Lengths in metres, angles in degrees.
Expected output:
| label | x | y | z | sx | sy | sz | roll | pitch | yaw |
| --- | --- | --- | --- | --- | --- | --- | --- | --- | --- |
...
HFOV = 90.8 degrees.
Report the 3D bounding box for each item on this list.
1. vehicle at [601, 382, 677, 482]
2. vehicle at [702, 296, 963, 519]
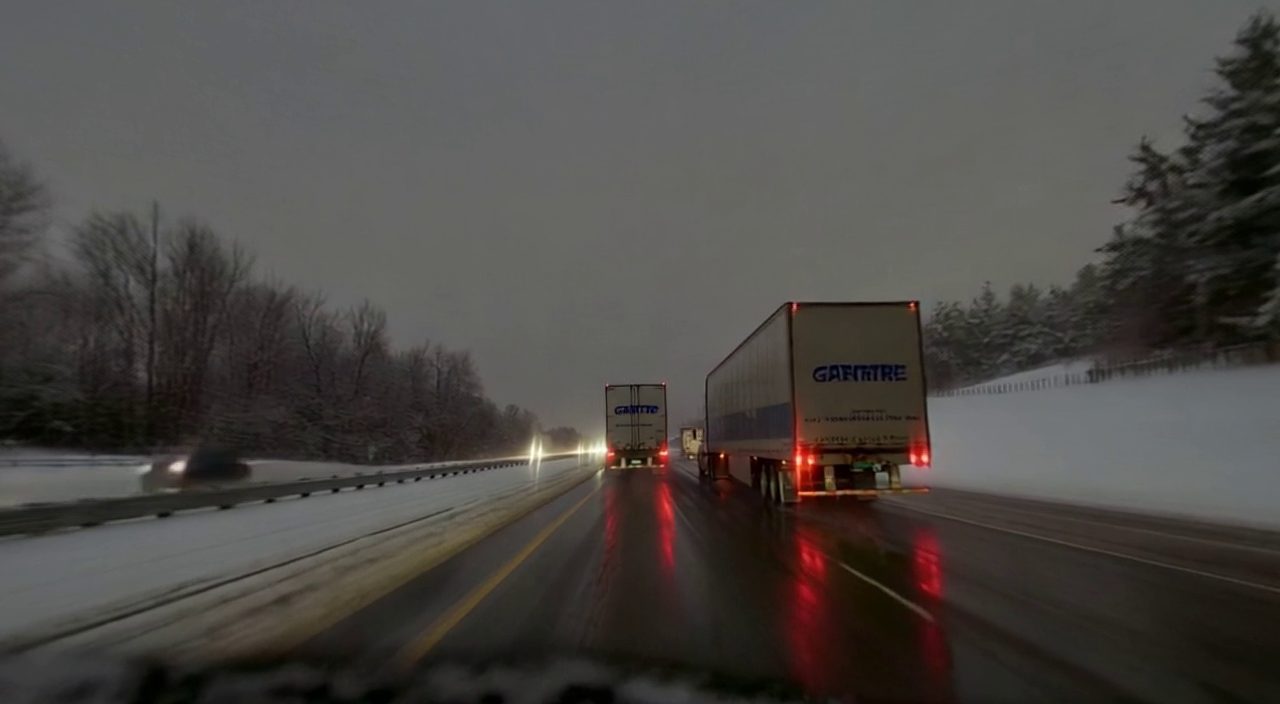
| label | x | y | z | sx | sy | sz | roll | pitch | yaw |
| --- | --- | --- | --- | --- | --- | --- | --- | --- | --- |
| vehicle | -0.017 | 3.813 | 29.058 | 2.864 | 3.805 | 9.709 | 0 | -9 | 0 |
| vehicle | 4.229 | 2.075 | 18.872 | 3.044 | 4.128 | 14.482 | 0 | -9 | -1 |
